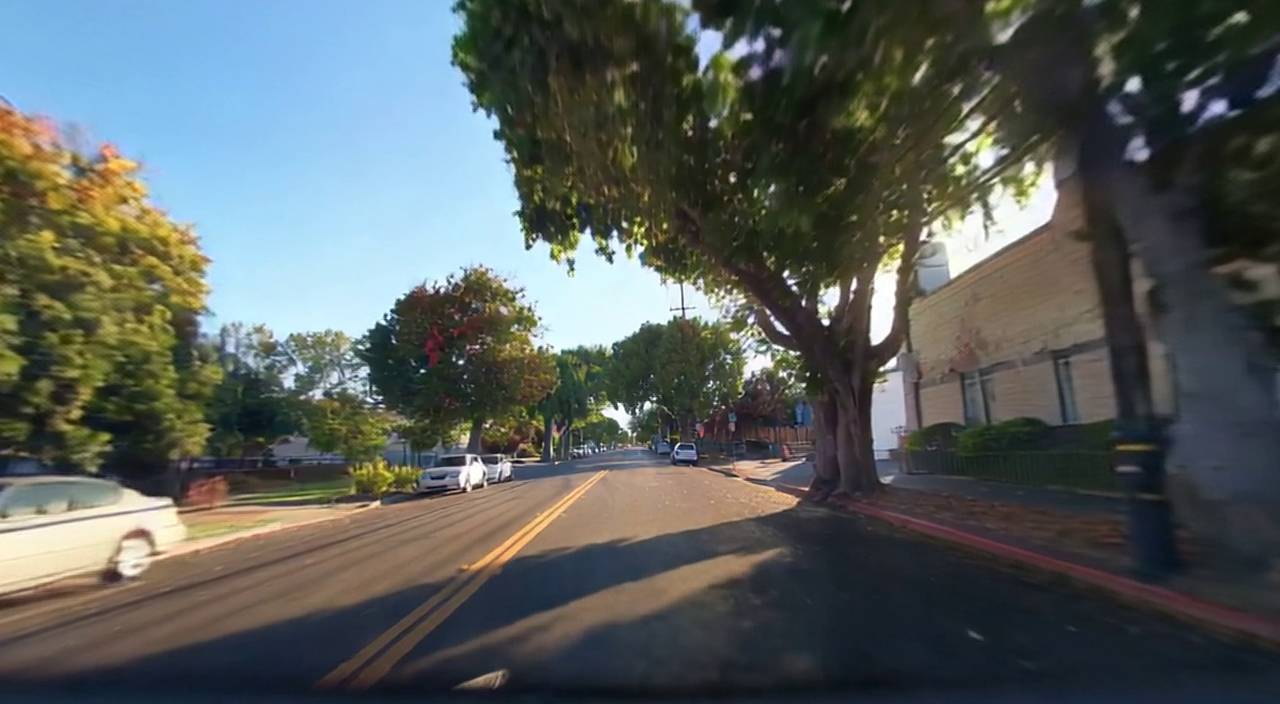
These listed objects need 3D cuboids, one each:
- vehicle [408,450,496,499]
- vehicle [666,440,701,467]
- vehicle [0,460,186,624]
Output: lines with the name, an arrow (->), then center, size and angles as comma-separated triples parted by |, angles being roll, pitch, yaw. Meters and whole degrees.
vehicle -> -6.680, 4.358, 22.956 | 1.887, 1.460, 4.444 | -4, -9, -1
vehicle -> 3.112, 7.300, 45.769 | 2.138, 1.820, 5.218 | 0, -8, 0
vehicle -> -6.613, 1.785, 5.749 | 1.815, 1.384, 4.357 | -3, -9, -1
